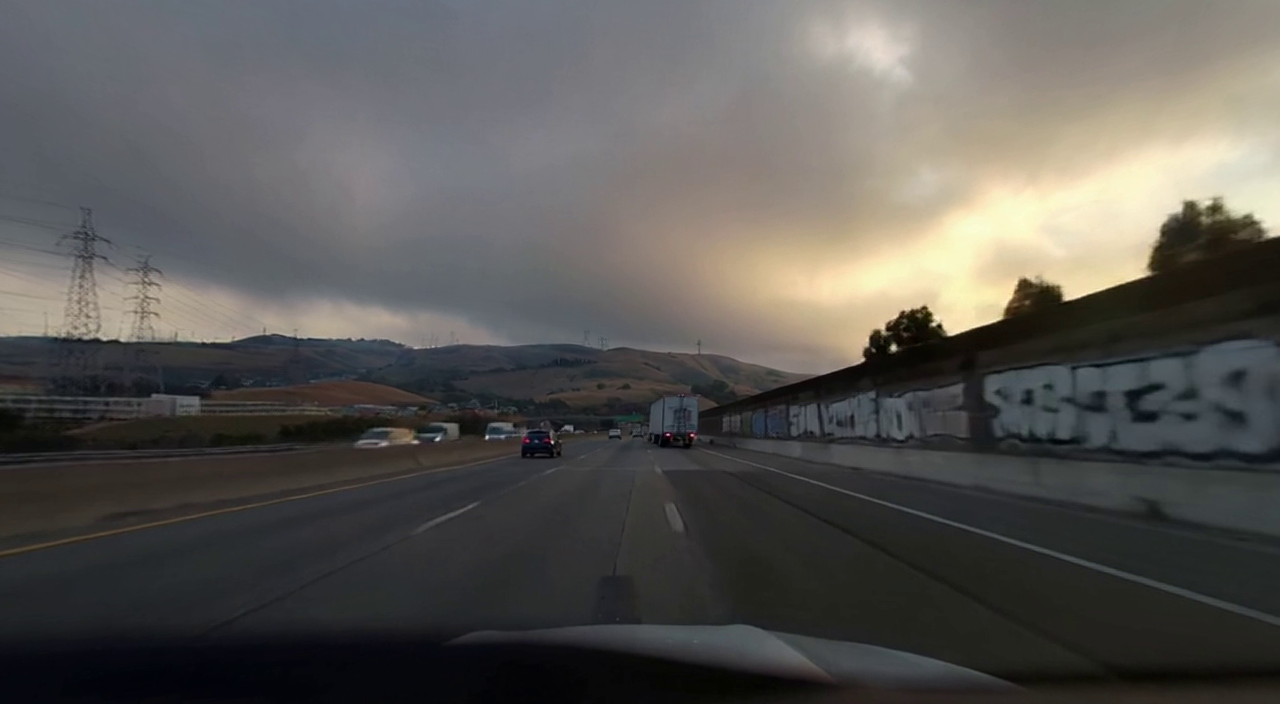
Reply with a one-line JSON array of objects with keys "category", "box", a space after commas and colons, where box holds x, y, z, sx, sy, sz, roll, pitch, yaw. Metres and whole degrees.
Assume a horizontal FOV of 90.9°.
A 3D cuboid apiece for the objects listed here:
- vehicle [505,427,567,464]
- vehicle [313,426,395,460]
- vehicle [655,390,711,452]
[{"category": "vehicle", "box": [-4.517, 4.134, 28.065, 1.965, 1.486, 4.448, 0, -8, 0]}, {"category": "vehicle", "box": [-16.180, 5.181, 36.028, 2.118, 1.765, 5.524, 0, -8, 0]}, {"category": "vehicle", "box": [2.807, 5.014, 44.839, 3.060, 3.842, 11.095, 0, -8, -1]}]
